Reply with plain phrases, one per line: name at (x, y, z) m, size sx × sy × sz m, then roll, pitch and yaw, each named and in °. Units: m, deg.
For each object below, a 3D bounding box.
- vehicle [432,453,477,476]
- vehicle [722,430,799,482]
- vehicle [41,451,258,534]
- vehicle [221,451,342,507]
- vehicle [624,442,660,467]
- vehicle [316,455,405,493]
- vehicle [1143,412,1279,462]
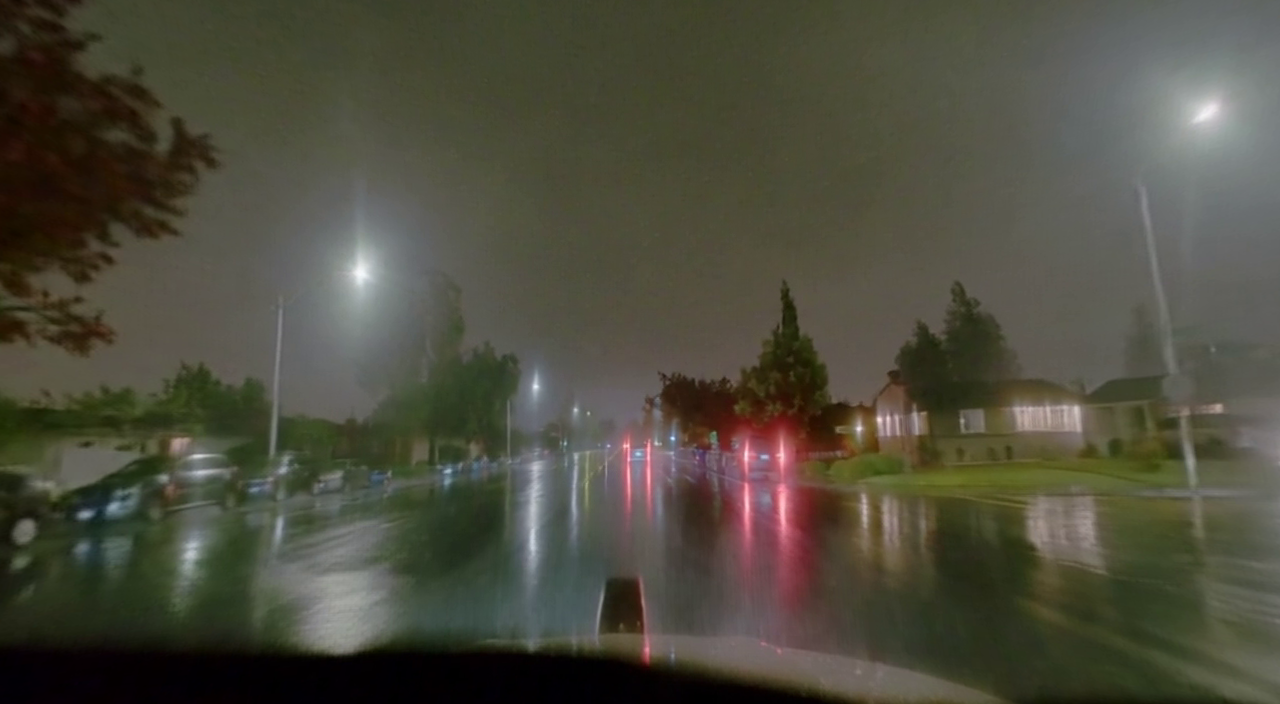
vehicle at (-12.817, 7.764, 43.851) m, size 1.819 × 1.443 × 4.273 m, roll 0°, pitch -9°, yaw 0°
vehicle at (5.081, 4.445, 27.435) m, size 2.195 × 2.000 × 4.789 m, roll 0°, pitch -8°, yaw -3°
vehicle at (-12.640, 3.568, 16.862) m, size 1.904 × 1.805 × 5.100 m, roll 0°, pitch -9°, yaw -4°
vehicle at (-12.776, 4.501, 22.904) m, size 1.917 × 1.739 × 4.461 m, roll 0°, pitch -9°, yaw -3°
vehicle at (0.070, 6.277, 38.804) m, size 2.022 × 1.471 × 3.973 m, roll 0°, pitch -9°, yaw -2°
vehicle at (-12.646, 5.518, 28.937) m, size 1.835 × 1.488 × 4.696 m, roll 0°, pitch -9°, yaw 1°
vehicle at (23.531, 3.499, 25.788) m, size 1.990 × 1.816 × 4.755 m, roll 0°, pitch -9°, yaw 0°
